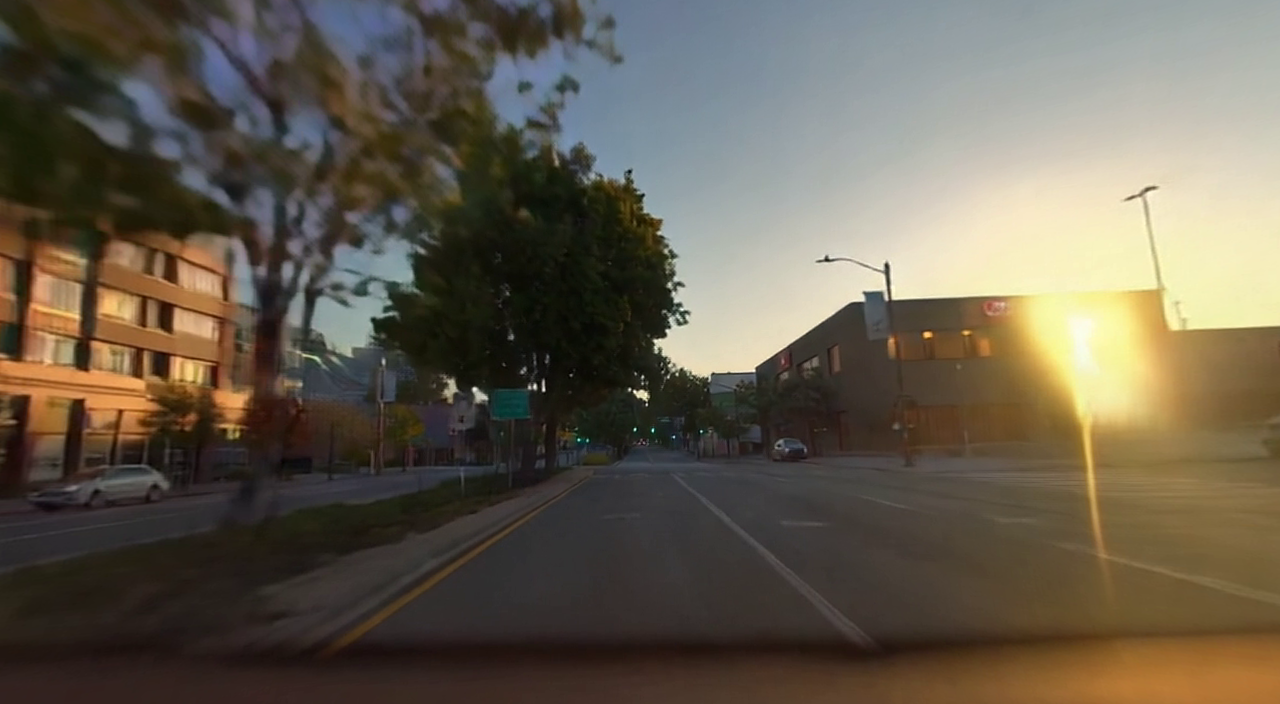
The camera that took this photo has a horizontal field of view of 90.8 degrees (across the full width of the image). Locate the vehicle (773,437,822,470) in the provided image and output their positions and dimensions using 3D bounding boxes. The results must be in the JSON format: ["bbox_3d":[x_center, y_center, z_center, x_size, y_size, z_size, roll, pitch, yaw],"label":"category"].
[{"bbox_3d":[9.969,6.496,40.375,2.101,1.957,4.718,-1,-9,3],"label":"vehicle"}]

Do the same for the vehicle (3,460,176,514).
[{"bbox_3d":[-19.419,4.753,22.656,2.010,1.504,4.820,-6,-10,-2],"label":"vehicle"}]
